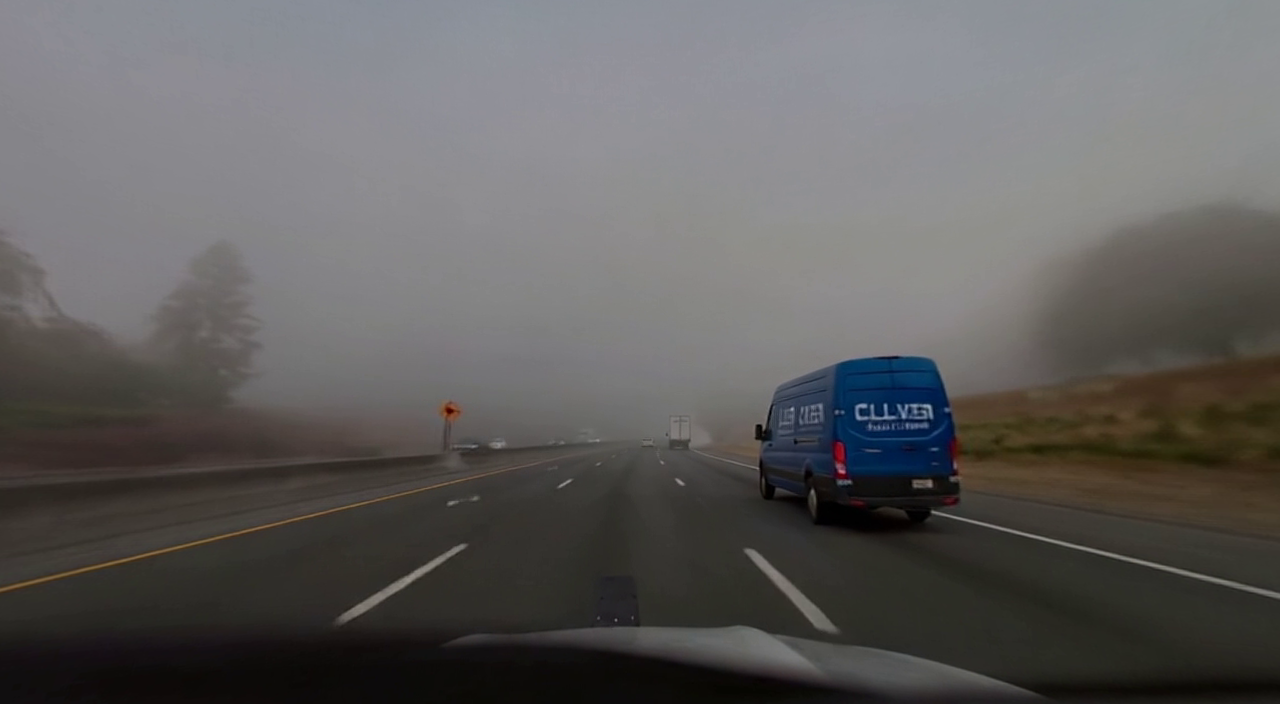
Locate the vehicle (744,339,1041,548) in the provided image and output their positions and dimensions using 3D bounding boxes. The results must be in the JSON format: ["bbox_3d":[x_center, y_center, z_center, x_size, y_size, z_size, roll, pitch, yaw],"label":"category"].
[{"bbox_3d":[3.571,1.499,10.589,2.485,2.562,5.535,0,-8,-2],"label":"vehicle"}]
